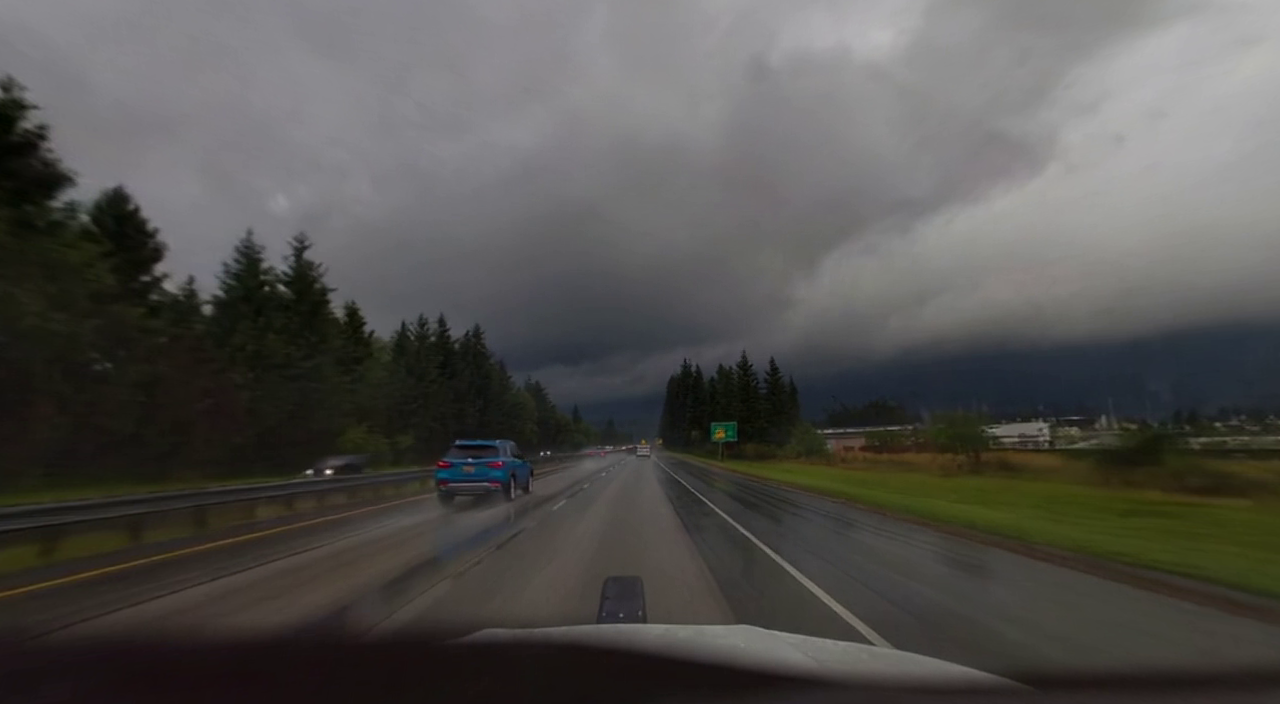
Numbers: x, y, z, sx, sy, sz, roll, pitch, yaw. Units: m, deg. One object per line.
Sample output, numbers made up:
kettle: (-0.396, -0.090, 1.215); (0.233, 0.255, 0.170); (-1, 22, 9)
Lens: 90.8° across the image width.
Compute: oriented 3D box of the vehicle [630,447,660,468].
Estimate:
vehicle: (0.309, 7.565, 45.382); (2.046, 1.452, 4.407); (0, -9, -1)

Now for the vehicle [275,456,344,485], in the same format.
vehicle: (-17.072, 6.108, 32.770); (1.629, 1.393, 3.517); (0, -9, 1)

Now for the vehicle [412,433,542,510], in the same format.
vehicle: (-3.896, 2.938, 15.958); (2.100, 1.667, 4.223); (0, -9, 0)
